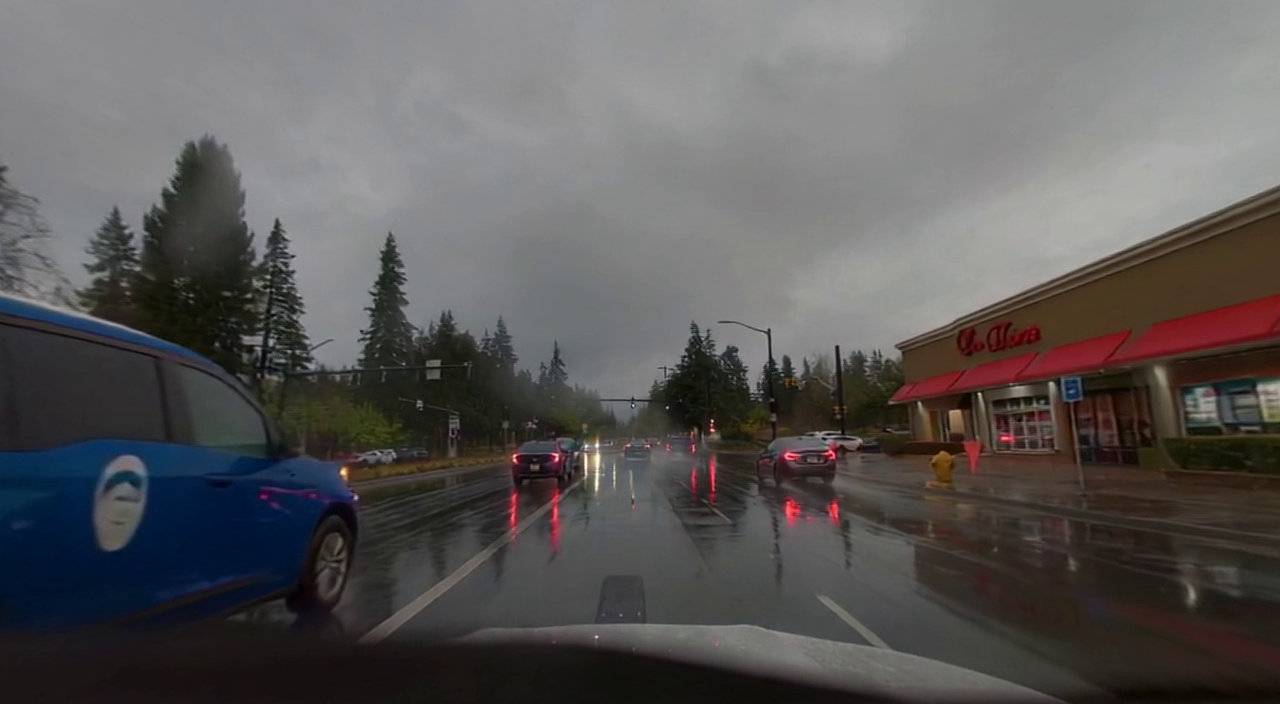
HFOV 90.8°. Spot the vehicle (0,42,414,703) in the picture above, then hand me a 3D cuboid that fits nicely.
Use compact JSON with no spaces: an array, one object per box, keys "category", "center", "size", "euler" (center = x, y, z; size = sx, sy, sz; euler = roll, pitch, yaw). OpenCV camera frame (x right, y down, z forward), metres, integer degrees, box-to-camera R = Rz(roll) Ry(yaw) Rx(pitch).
[{"category":"vehicle","center":[-3.555,0.429,3.350],"size":[2.443,2.784,5.862],"euler":[0,-9,1]}]

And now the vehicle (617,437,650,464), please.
[{"category":"vehicle","center":[-0.463,6.823,43.709],"size":[2.130,1.725,4.223],"euler":[0,-9,-1]}]

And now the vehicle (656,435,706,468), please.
[{"category":"vehicle","center":[2.503,5.880,37.517],"size":[2.209,1.806,4.689],"euler":[-2,-9,13]}]

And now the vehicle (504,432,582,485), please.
[{"category":"vehicle","center":[-3.349,3.791,22.712],"size":[2.030,1.724,4.365],"euler":[0,-9,1]}]

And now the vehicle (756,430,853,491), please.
[{"category":"vehicle","center":[4.831,3.258,19.203],"size":[1.869,1.646,4.166],"euler":[0,-9,1]}]
